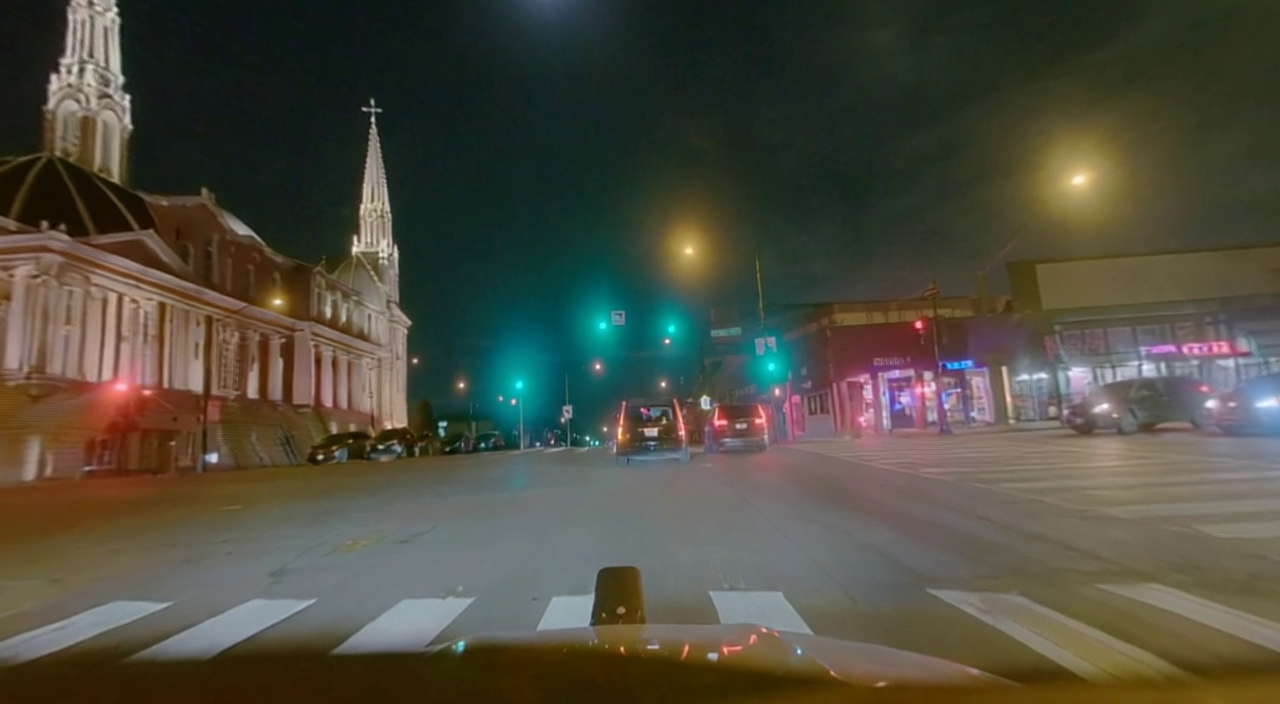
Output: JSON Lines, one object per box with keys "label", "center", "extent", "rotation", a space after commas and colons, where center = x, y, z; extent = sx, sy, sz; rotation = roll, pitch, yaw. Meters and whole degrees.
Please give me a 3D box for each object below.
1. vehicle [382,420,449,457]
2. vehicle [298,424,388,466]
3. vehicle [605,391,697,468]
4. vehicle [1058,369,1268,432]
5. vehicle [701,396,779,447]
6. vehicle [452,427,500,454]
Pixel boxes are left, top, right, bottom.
{"label": "vehicle", "center": [-11.963, 4.675, 33.978], "extent": [2.069, 1.790, 4.358], "rotation": [-1, -9, -1]}
{"label": "vehicle", "center": [-14.967, 4.735, 32.289], "extent": [1.969, 1.896, 5.404], "rotation": [1, -8, 0]}
{"label": "vehicle", "center": [0.183, 2.014, 16.983], "extent": [2.168, 1.776, 4.135], "rotation": [0, -5, -2]}
{"label": "vehicle", "center": [15.700, 1.485, 19.173], "extent": [4.488, 1.475, 2.083], "rotation": [-4, -5, -1]}
{"label": "vehicle", "center": [3.673, 2.682, 24.055], "extent": [2.080, 1.735, 4.650], "rotation": [0, -7, -2]}
{"label": "vehicle", "center": [-11.451, 6.237, 44.372], "extent": [2.170, 1.746, 4.565], "rotation": [0, -8, 0]}
